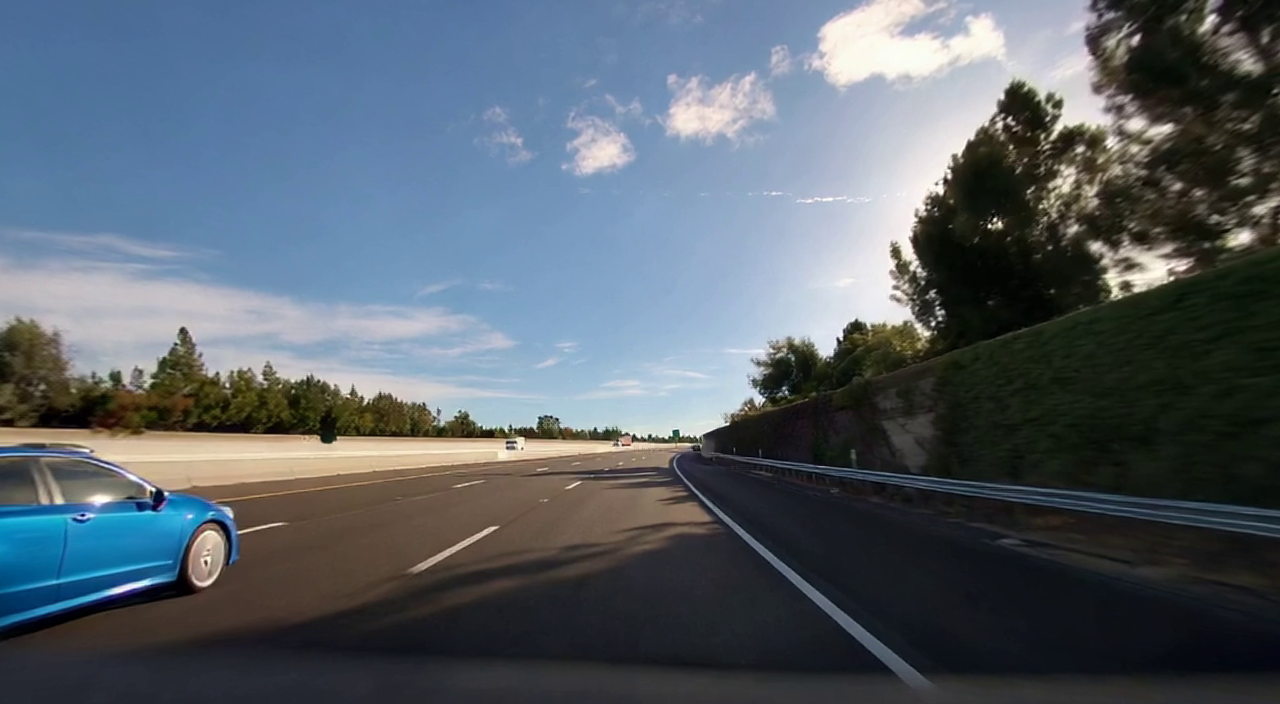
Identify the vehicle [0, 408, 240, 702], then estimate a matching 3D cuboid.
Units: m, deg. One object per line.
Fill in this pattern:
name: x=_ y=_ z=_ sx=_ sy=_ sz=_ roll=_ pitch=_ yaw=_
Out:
vehicle: x=-4.280 y=1.052 z=3.252 sx=1.928 sy=1.504 sz=3.745 roll=0 pitch=-9 yaw=0
